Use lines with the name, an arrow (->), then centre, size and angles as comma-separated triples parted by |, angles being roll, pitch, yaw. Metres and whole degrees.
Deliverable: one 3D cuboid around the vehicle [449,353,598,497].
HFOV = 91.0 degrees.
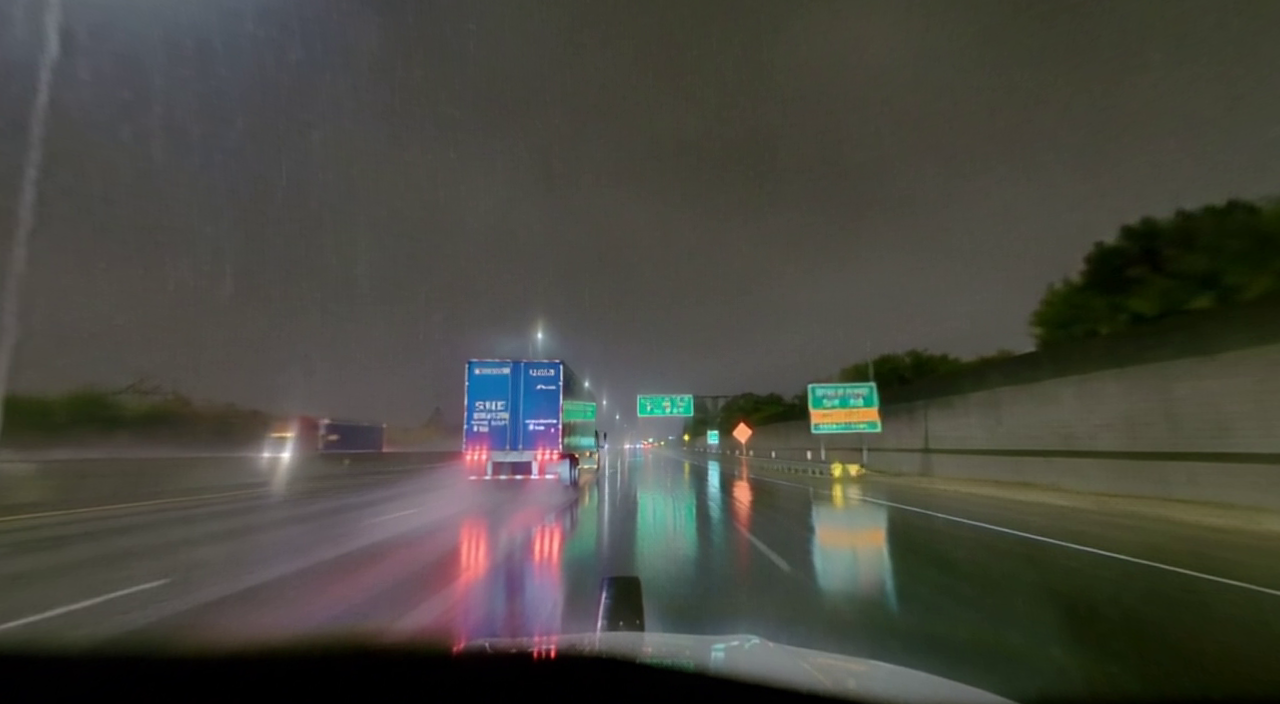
vehicle -> -3.566, 2.828, 22.967 | 3.059, 3.956, 11.036 | 0, -9, 1
